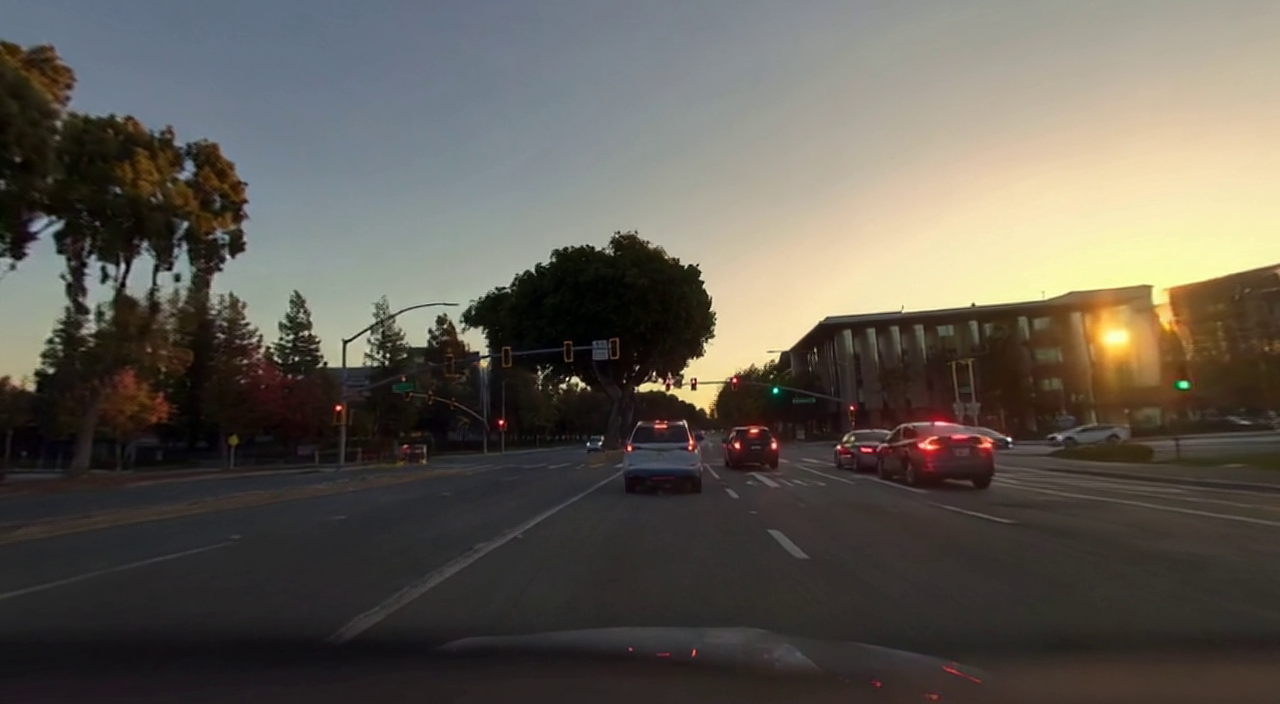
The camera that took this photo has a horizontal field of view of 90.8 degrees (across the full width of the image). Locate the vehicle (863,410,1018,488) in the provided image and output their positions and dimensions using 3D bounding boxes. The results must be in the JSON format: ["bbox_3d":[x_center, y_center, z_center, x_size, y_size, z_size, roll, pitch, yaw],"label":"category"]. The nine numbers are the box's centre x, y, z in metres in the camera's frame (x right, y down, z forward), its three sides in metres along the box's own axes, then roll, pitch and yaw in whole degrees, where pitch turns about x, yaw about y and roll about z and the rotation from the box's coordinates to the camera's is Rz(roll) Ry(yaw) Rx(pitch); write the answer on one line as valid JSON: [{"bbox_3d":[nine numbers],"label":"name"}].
[{"bbox_3d":[7.756,2.577,16.891,2.074,1.791,4.393,-1,-9,2],"label":"vehicle"}]

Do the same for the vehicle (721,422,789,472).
[{"bbox_3d":[4.523,3.831,25.509,2.188,1.774,4.646,-1,-9,4],"label":"vehicle"}]

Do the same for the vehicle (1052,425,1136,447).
[{"bbox_3d":[32.287,6.003,45.104,4.596,1.468,1.785,-6,-10,31],"label":"vehicle"}]

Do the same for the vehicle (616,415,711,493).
[{"bbox_3d":[0.655,2.709,16.991,2.211,1.795,4.179,-1,-9,3],"label":"vehicle"}]
